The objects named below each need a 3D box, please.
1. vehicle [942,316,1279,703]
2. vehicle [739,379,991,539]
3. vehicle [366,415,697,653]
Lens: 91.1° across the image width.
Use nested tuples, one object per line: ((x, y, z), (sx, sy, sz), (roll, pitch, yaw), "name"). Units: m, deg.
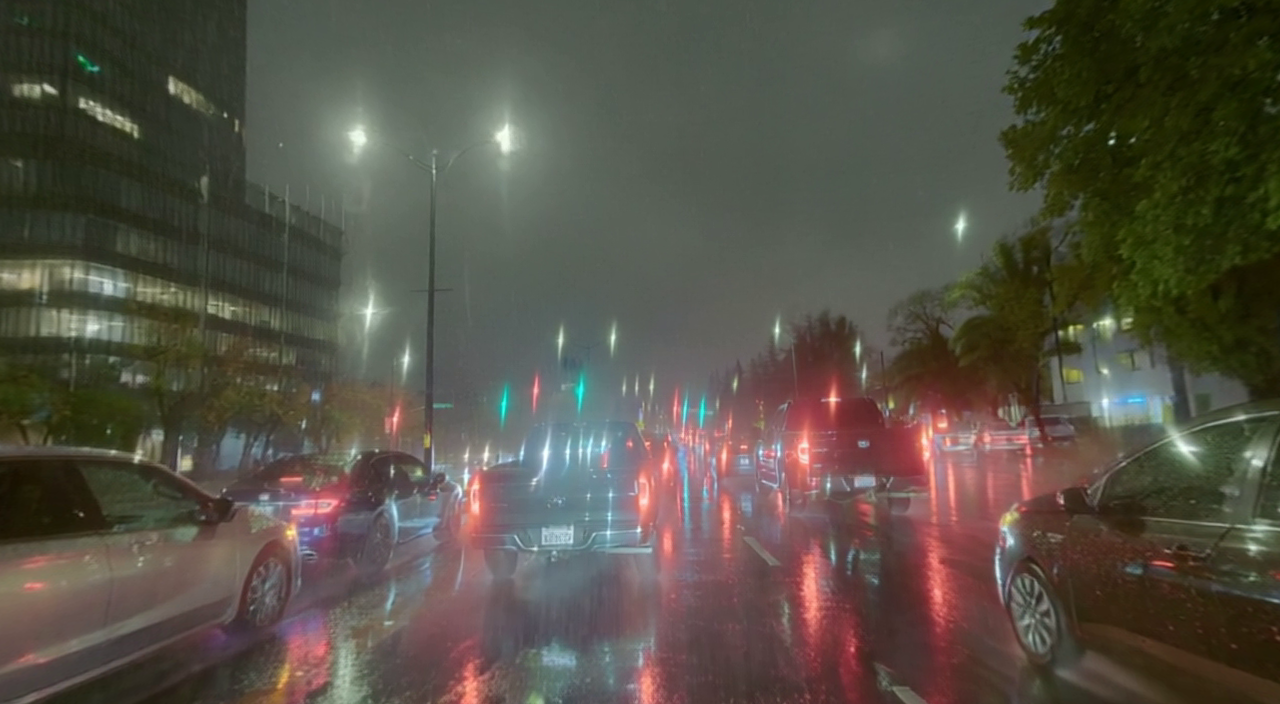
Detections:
((3.156, 0.747, 2.064), (2.024, 1.723, 4.714), (0, -9, 1), "vehicle")
((3.546, 1.896, 11.627), (2.497, 2.186, 5.890), (0, -9, 0), "vehicle")
((-0.653, 1.508, 6.313), (2.172, 1.536, 4.250), (0, -9, 2), "vehicle")
